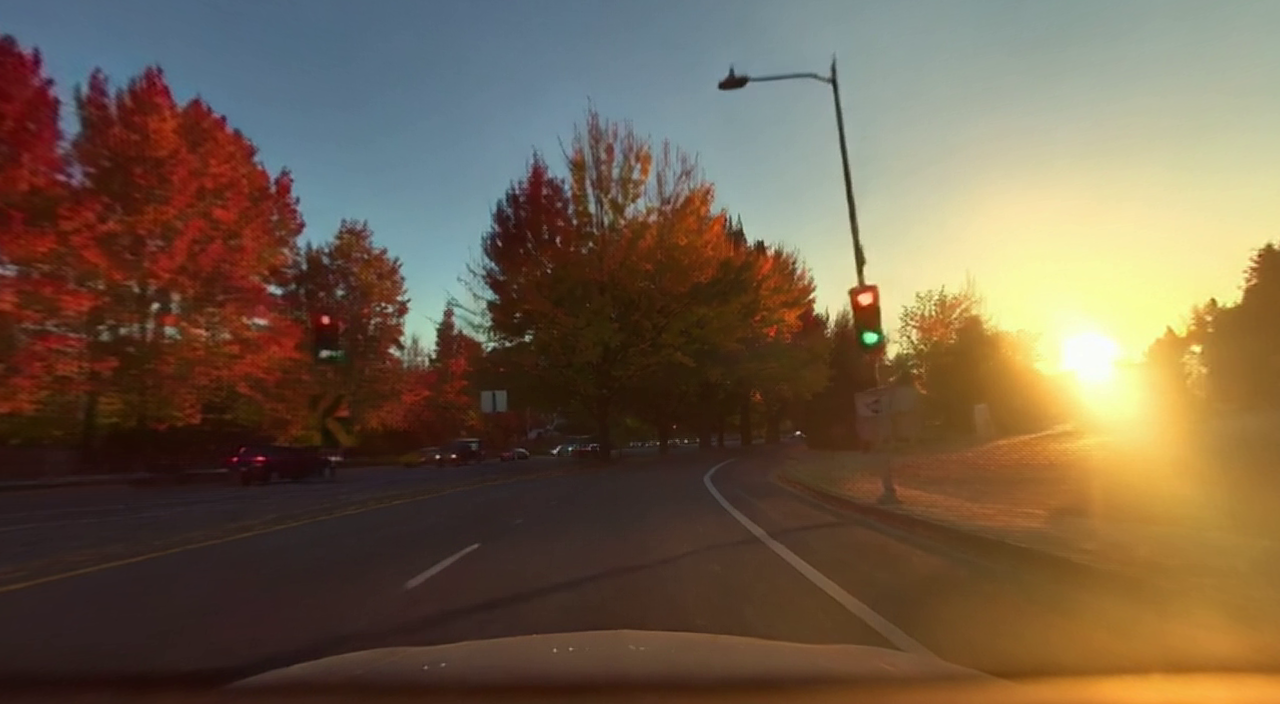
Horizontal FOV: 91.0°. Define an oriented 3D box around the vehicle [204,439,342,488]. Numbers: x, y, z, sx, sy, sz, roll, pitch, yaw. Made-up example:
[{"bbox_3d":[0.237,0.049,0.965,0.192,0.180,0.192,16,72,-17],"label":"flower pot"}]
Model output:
[{"bbox_3d":[-16.565,5.033,28.822,2.368,2.012,5.021,-3,-9,18],"label":"vehicle"}]
